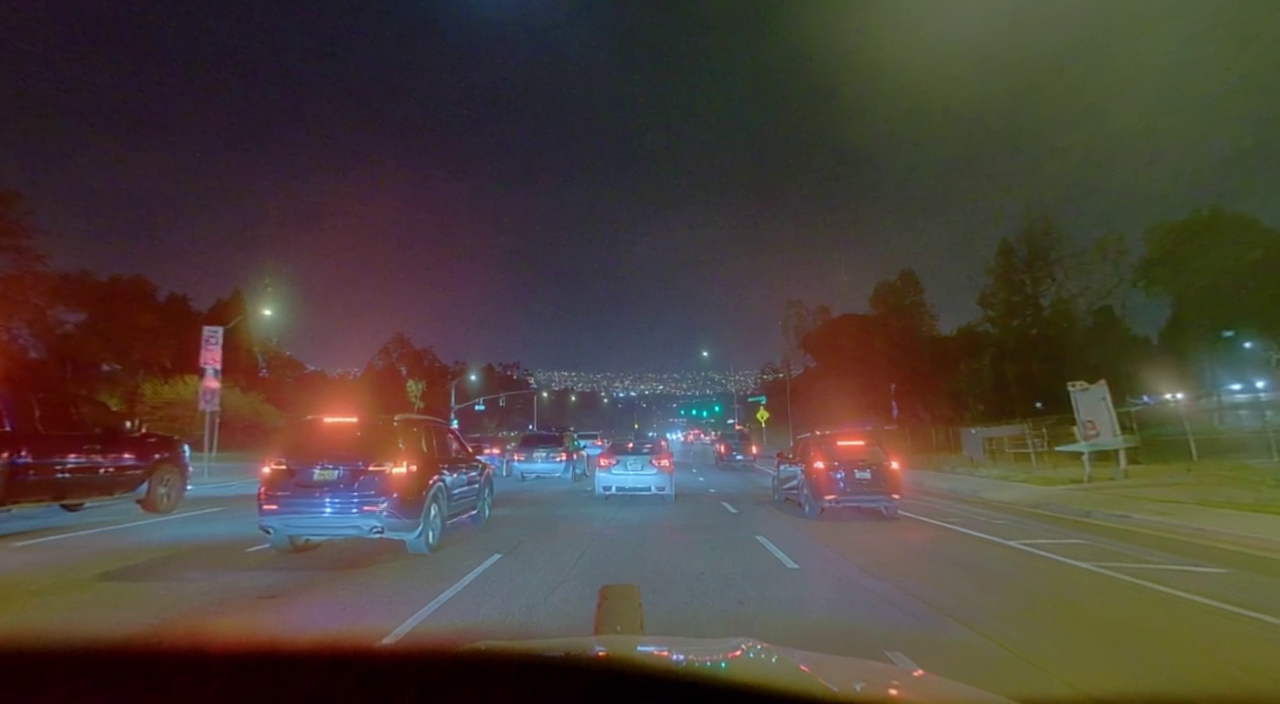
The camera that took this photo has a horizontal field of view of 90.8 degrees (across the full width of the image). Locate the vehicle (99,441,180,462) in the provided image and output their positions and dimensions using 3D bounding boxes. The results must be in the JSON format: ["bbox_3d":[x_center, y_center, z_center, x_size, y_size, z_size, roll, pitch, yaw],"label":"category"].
[{"bbox_3d":[-37.224,7.418,47.067,4.384,1.462,1.854,-1,-8,-1],"label":"vehicle"}]

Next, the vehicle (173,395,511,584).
[{"bbox_3d":[-3.319,1.665,8.594,2.111,1.745,5.274,0,-8,-1],"label":"vehicle"}]

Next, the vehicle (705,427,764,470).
[{"bbox_3d":[4.320,4.500,29.605,2.099,1.845,4.363,0,-8,0],"label":"vehicle"}]

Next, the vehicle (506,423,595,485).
[{"bbox_3d":[-2.884,3.428,21.441,2.218,1.829,4.492,-1,-8,2],"label":"vehicle"}]

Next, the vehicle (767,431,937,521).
[{"bbox_3d":[3.903,2.347,12.496,1.884,1.463,4.195,0,-8,0],"label":"vehicle"}]

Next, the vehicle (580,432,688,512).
[{"bbox_3d":[-0.099,2.566,14.067,2.030,1.477,4.330,0,-8,0],"label":"vehicle"}]

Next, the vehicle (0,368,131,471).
[{"bbox_3d":[-27.938,2.634,24.894,3.181,4.189,14.107,-1,-8,5],"label":"vehicle"}]
